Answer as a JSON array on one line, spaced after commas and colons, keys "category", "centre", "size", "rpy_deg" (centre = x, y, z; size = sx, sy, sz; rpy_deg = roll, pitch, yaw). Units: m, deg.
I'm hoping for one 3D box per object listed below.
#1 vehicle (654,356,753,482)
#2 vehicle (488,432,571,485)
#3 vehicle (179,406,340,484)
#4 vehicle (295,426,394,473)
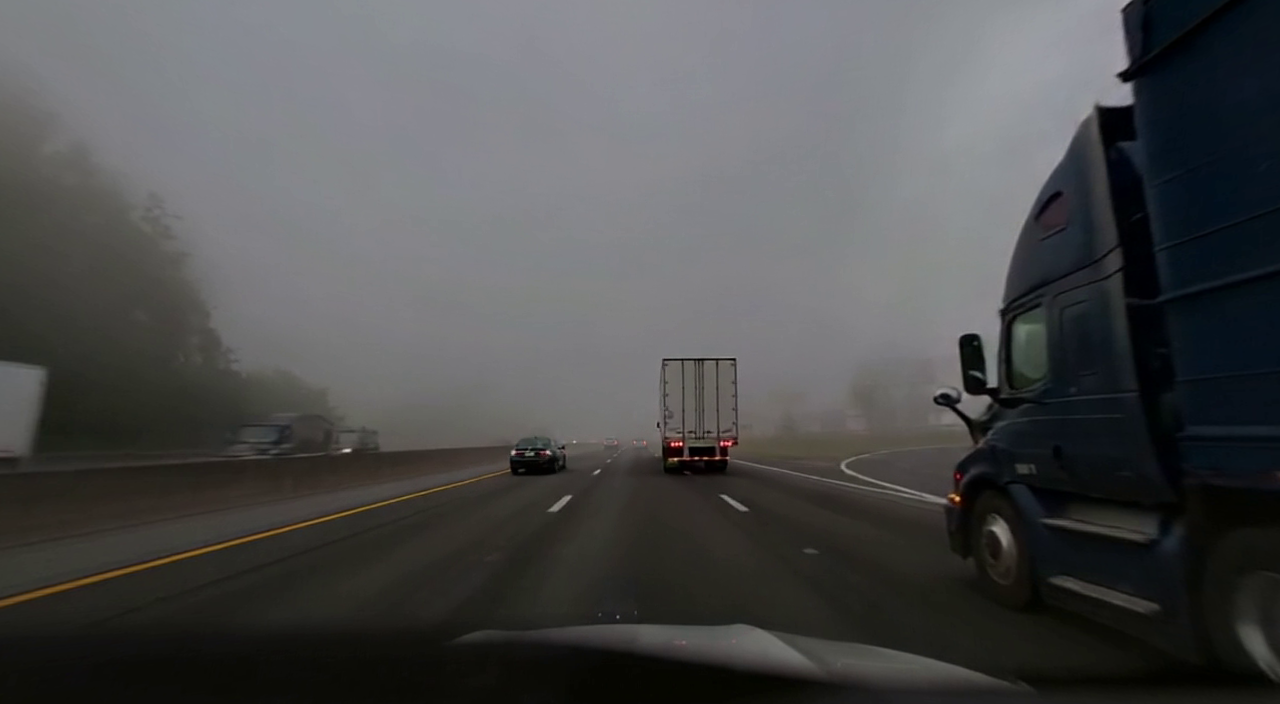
[{"category": "vehicle", "centre": [2.028, 2.775, 24.795], "size": [2.871, 3.815, 11.331], "rpy_deg": [0, -8, 1]}, {"category": "vehicle", "centre": [-3.368, 3.299, 19.956], "size": [1.930, 1.484, 3.849], "rpy_deg": [0, -8, 0]}, {"category": "vehicle", "centre": [-15.979, 3.975, 27.198], "size": [2.606, 2.906, 6.895], "rpy_deg": [0, -8, 0]}, {"category": "vehicle", "centre": [-15.925, 5.276, 34.442], "size": [2.437, 2.311, 6.057], "rpy_deg": [0, -8, 0]}]
